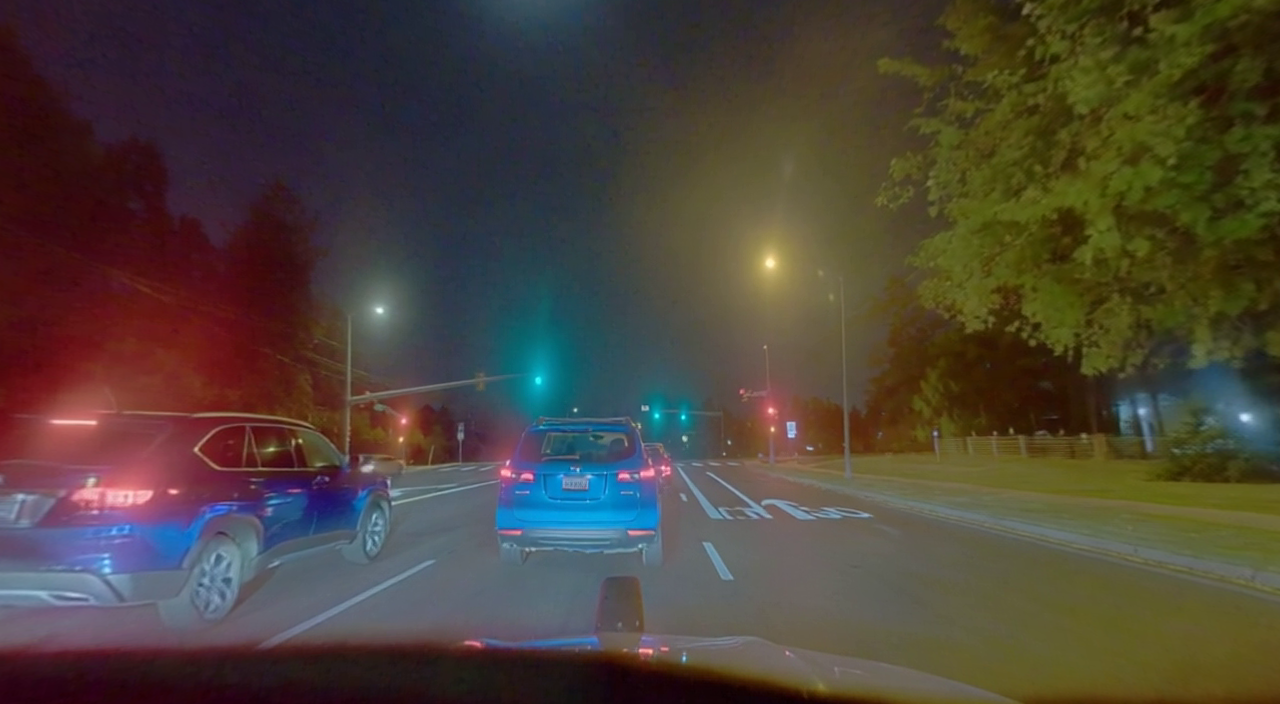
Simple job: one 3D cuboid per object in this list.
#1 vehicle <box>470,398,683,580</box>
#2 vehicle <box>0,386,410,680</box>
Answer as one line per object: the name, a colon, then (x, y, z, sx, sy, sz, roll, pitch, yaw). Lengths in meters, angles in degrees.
vehicle: (-0.552, 1.737, 8.884, 2.131, 1.793, 5.016, 0, -8, 2)
vehicle: (-4.058, 1.365, 5.925, 2.009, 1.673, 4.454, 0, -8, 1)
